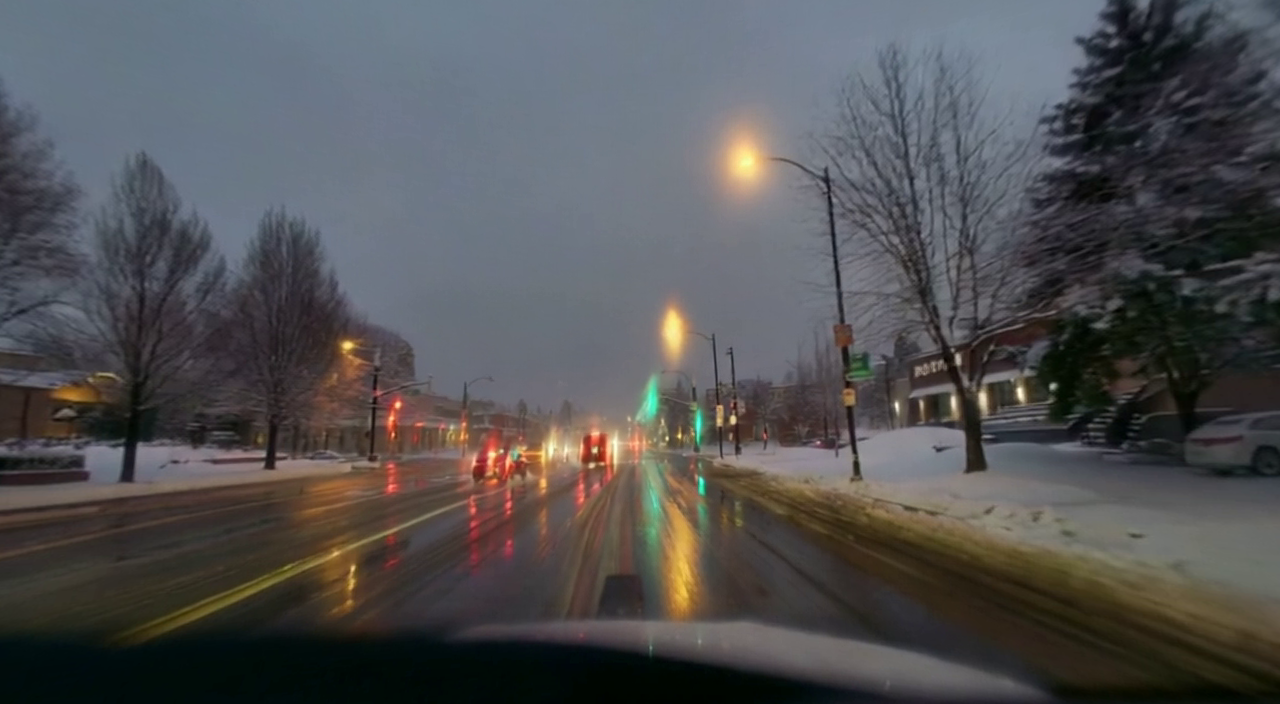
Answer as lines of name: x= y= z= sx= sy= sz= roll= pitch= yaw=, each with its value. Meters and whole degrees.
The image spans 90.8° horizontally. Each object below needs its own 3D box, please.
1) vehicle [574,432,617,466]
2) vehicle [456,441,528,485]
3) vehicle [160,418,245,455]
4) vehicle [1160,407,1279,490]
vehicle: x=-2.898 y=6.538 z=42.798 sx=2.496 sy=2.155 sz=5.468 roll=0 pitch=-8 yaw=0
vehicle: x=-5.673 y=4.271 z=24.679 sx=1.889 sy=1.572 sz=3.599 roll=0 pitch=-8 yaw=0
vehicle: x=-25.482 y=4.932 z=36.873 sx=3.572 sy=2.012 sz=1.872 roll=-1 pitch=-8 yaw=3
vehicle: x=14.765 y=2.053 z=13.944 sx=4.562 sy=1.648 sz=2.028 roll=-3 pitch=-9 yaw=3
